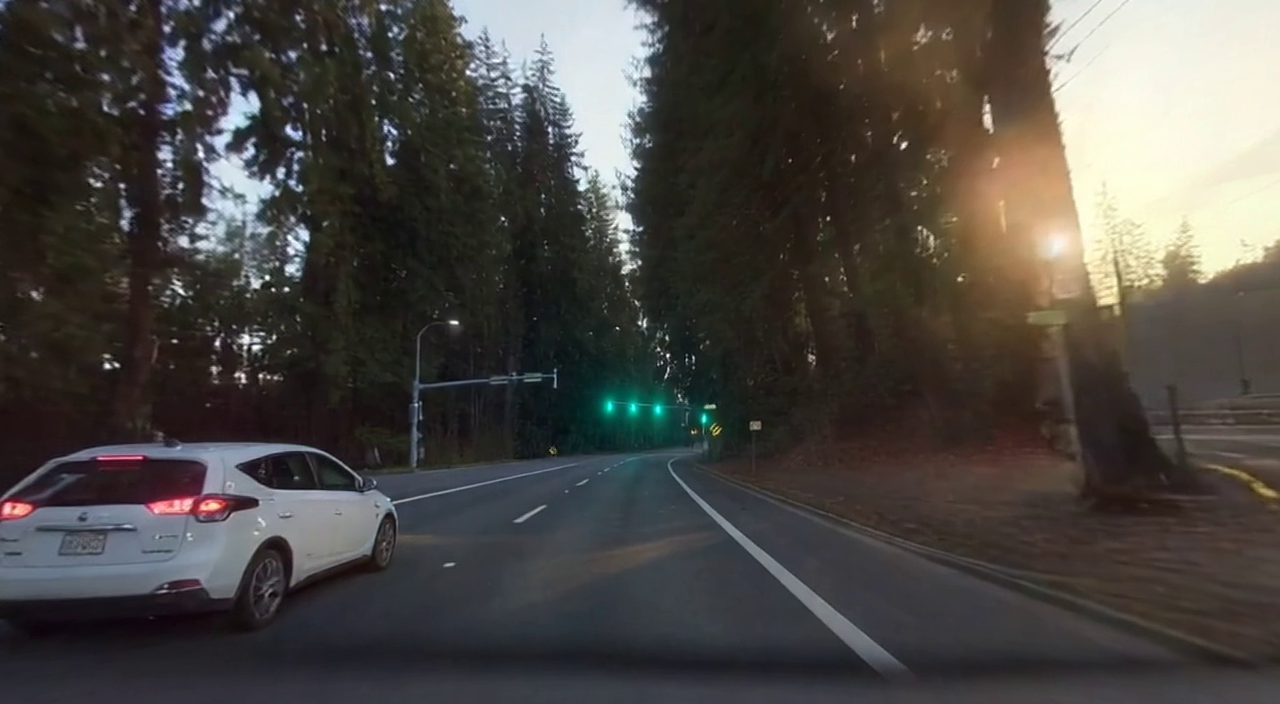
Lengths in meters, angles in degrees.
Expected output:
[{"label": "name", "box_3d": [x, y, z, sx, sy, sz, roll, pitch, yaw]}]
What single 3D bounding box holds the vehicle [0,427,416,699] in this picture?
[{"label": "vehicle", "box_3d": [-3.697, 1.439, 5.515, 1.946, 1.437, 4.154, 0, -8, 0]}]
